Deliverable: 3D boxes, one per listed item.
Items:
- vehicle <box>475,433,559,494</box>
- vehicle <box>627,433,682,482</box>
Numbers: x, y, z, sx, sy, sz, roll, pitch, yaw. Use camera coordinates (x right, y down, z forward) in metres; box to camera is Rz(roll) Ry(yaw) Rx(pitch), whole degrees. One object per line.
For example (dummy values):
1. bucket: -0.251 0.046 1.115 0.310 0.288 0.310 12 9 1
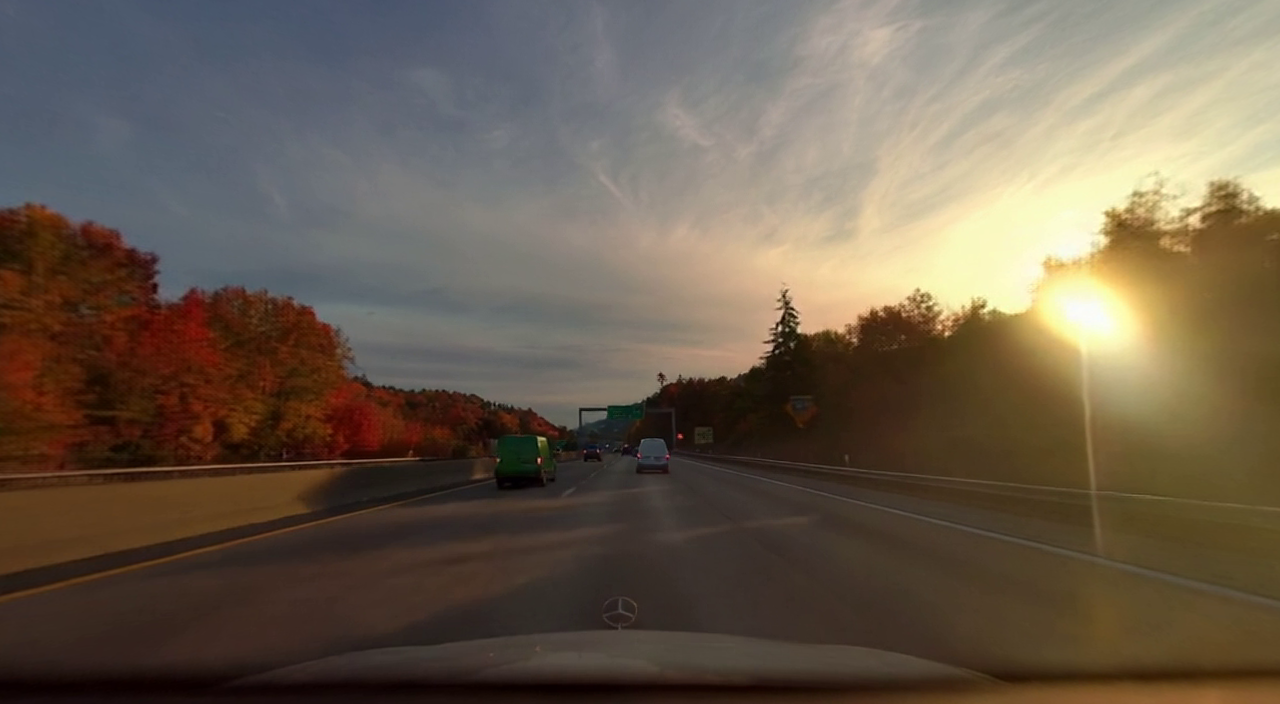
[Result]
1. vehicle: -3.952 3.671 20.889 2.021 1.790 3.907 0 -9 0
2. vehicle: 0.534 4.614 27.589 2.179 1.930 4.538 0 -9 -2
